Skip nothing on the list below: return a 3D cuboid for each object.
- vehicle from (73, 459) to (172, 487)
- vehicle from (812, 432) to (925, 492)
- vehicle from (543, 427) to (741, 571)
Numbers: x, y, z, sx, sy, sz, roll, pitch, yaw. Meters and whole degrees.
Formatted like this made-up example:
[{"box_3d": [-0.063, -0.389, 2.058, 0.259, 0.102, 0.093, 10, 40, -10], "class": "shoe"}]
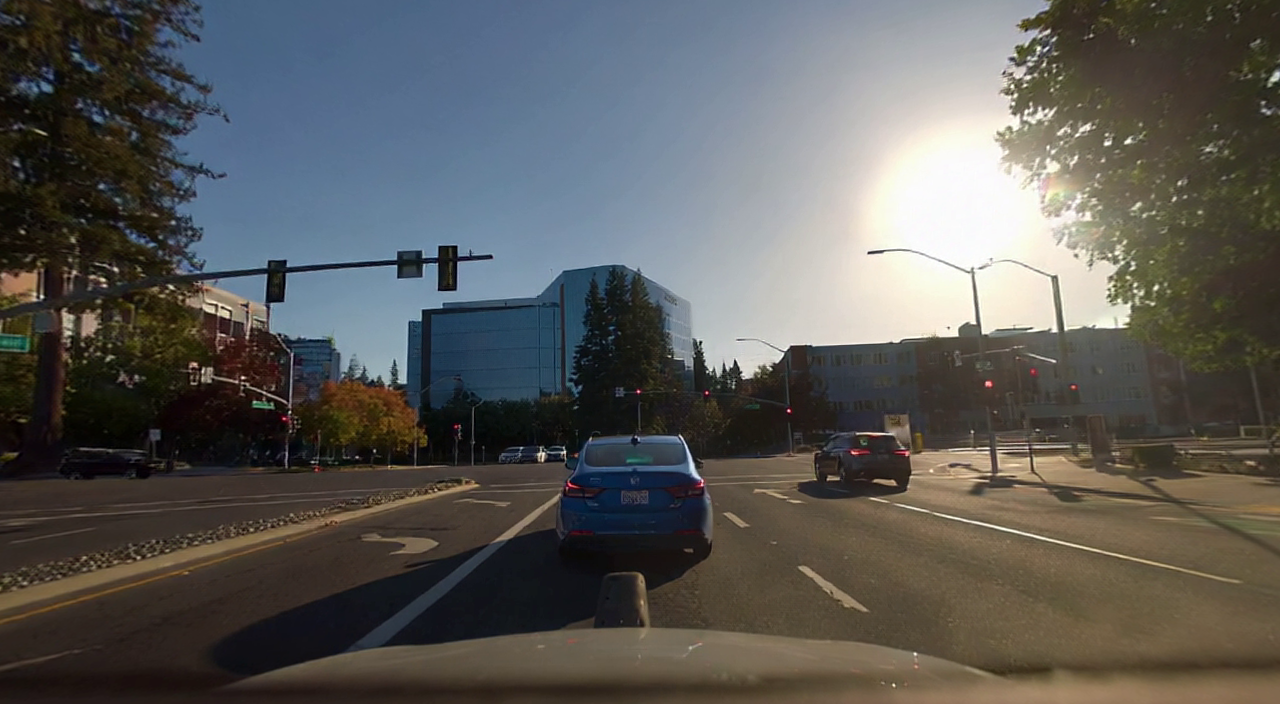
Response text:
[{"box_3d": [-32.397, 7.550, 39.625, 4.401, 1.625, 1.863, 0, -8, -4], "class": "vehicle"}, {"box_3d": [7.049, 3.436, 20.067, 2.039, 1.692, 4.319, 0, -8, 1], "class": "vehicle"}, {"box_3d": [-0.033, 1.860, 8.796, 2.070, 1.488, 4.206, 0, -8, -2], "class": "vehicle"}]
